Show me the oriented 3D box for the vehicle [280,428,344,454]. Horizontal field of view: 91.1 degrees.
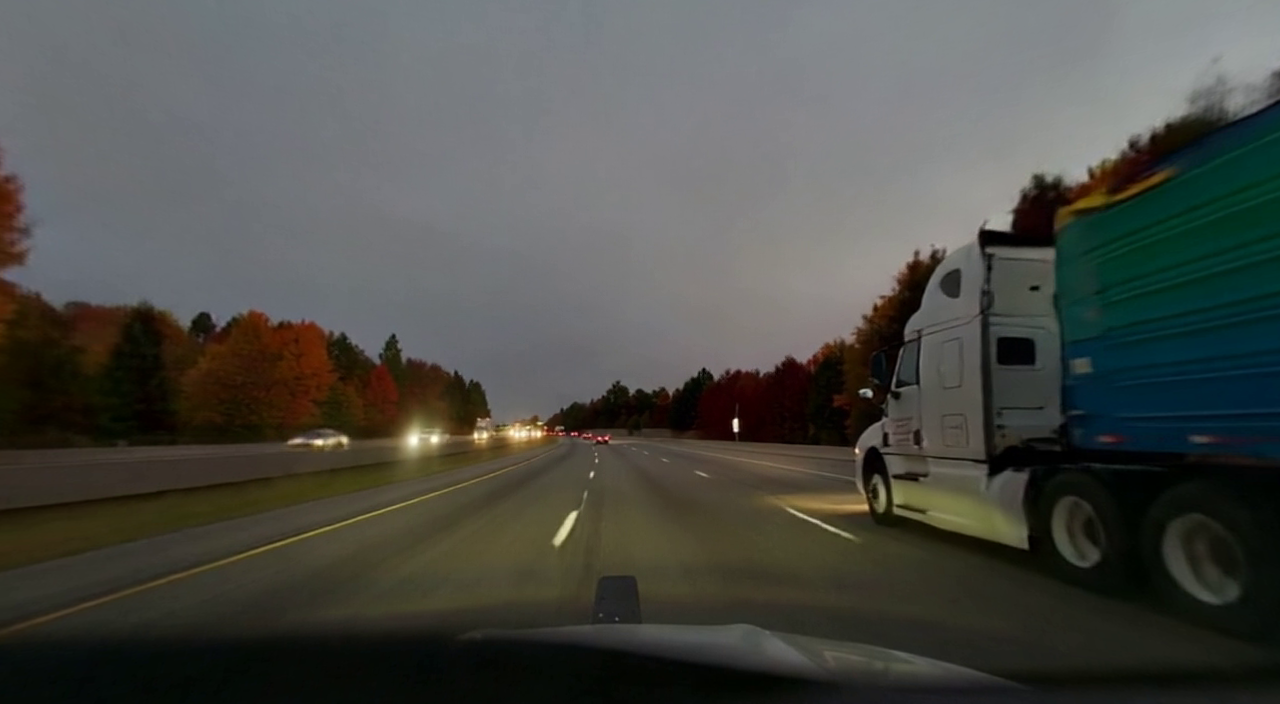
[{"bbox_3d":[-21.068,5.748,40.570,1.867,1.538,4.656,0,-8,-4],"label":"vehicle"}]
